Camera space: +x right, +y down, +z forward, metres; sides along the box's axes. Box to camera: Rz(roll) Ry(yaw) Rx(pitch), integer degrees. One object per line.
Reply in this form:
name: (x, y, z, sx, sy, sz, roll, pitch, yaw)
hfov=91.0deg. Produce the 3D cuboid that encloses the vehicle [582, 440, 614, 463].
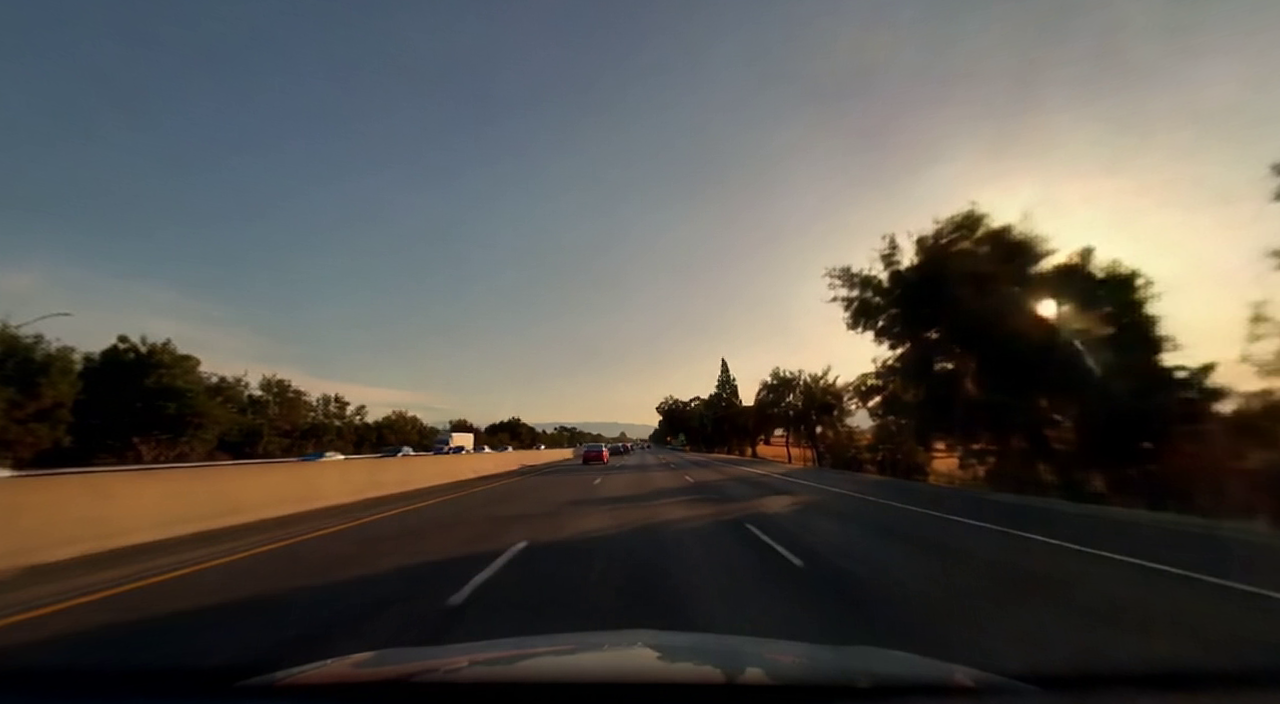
vehicle: (-3.231, 7.741, 49.046, 2.166, 1.723, 4.267, 0, -9, 1)
